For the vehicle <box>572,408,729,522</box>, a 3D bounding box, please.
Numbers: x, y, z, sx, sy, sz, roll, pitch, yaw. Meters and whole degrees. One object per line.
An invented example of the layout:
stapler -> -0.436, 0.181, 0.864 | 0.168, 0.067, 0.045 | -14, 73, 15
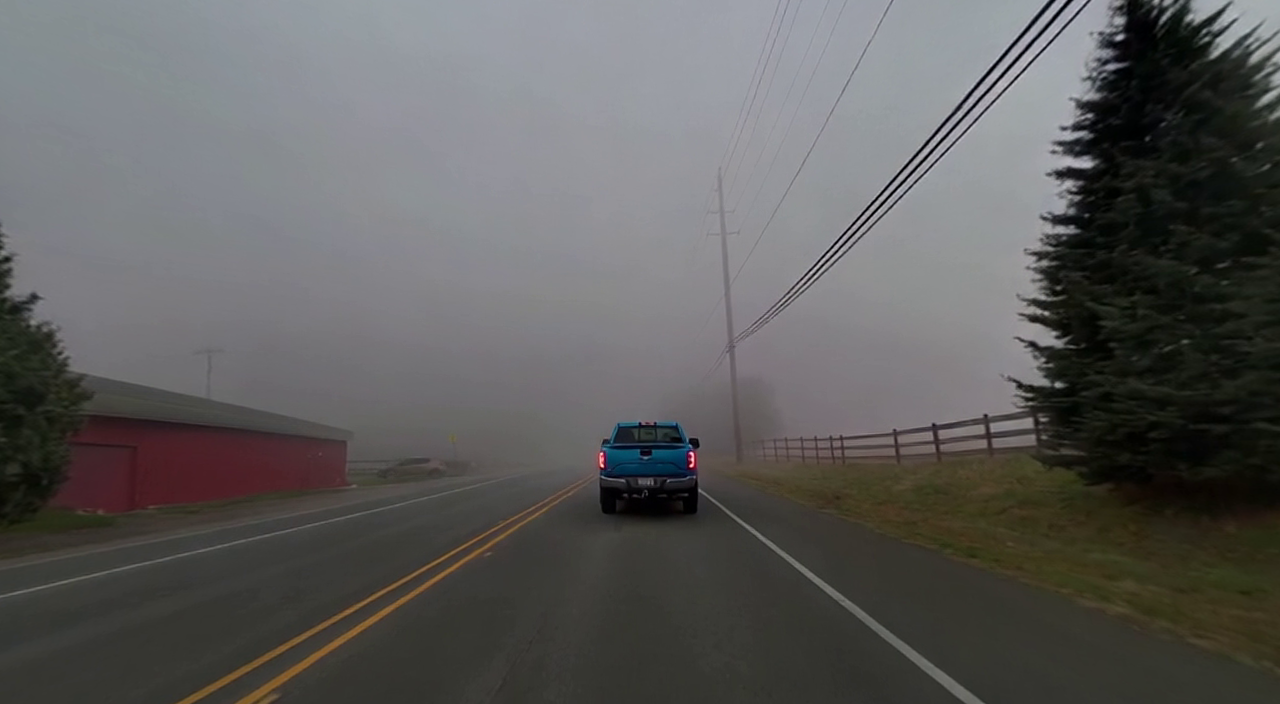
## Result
vehicle -> 0.166, 2.426, 14.122 | 2.693, 1.941, 6.356 | 0, -9, 0
